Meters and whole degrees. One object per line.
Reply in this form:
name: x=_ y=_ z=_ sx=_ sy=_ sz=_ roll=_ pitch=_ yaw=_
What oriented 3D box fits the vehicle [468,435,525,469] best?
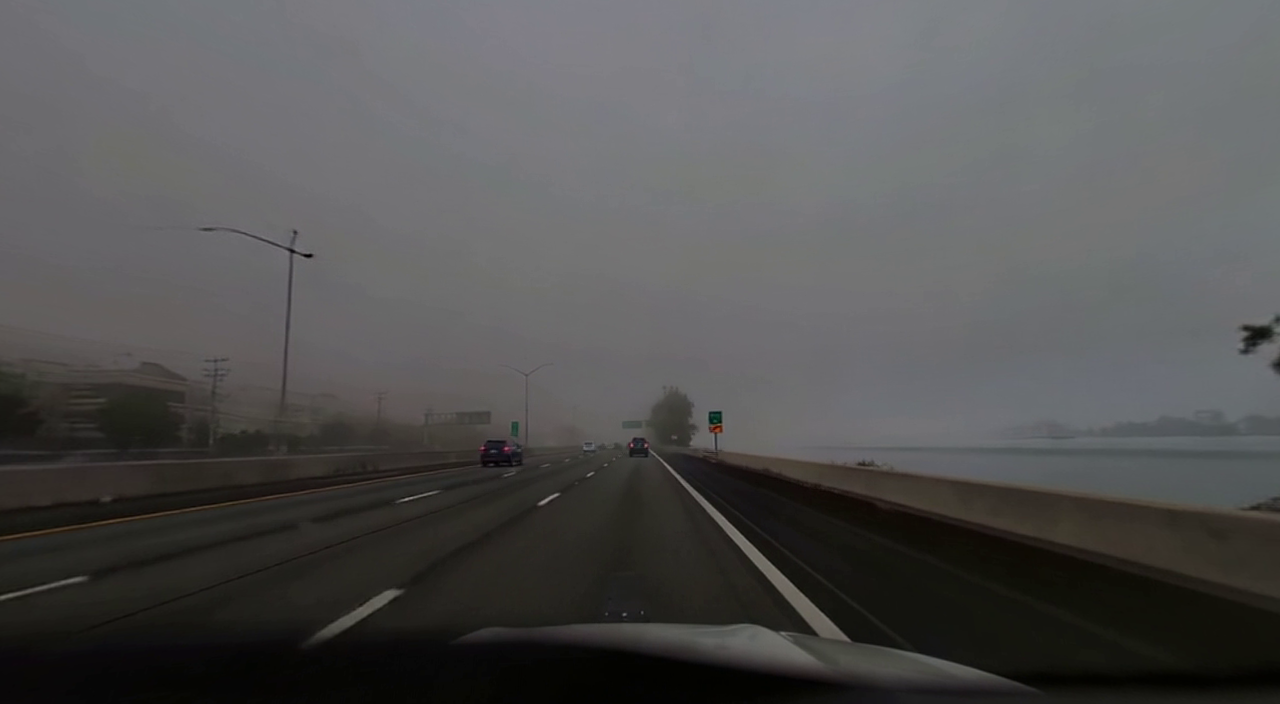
vehicle: x=-7.237 y=5.093 z=32.196 sx=1.946 sy=1.590 sz=4.042 roll=0 pitch=-8 yaw=1
